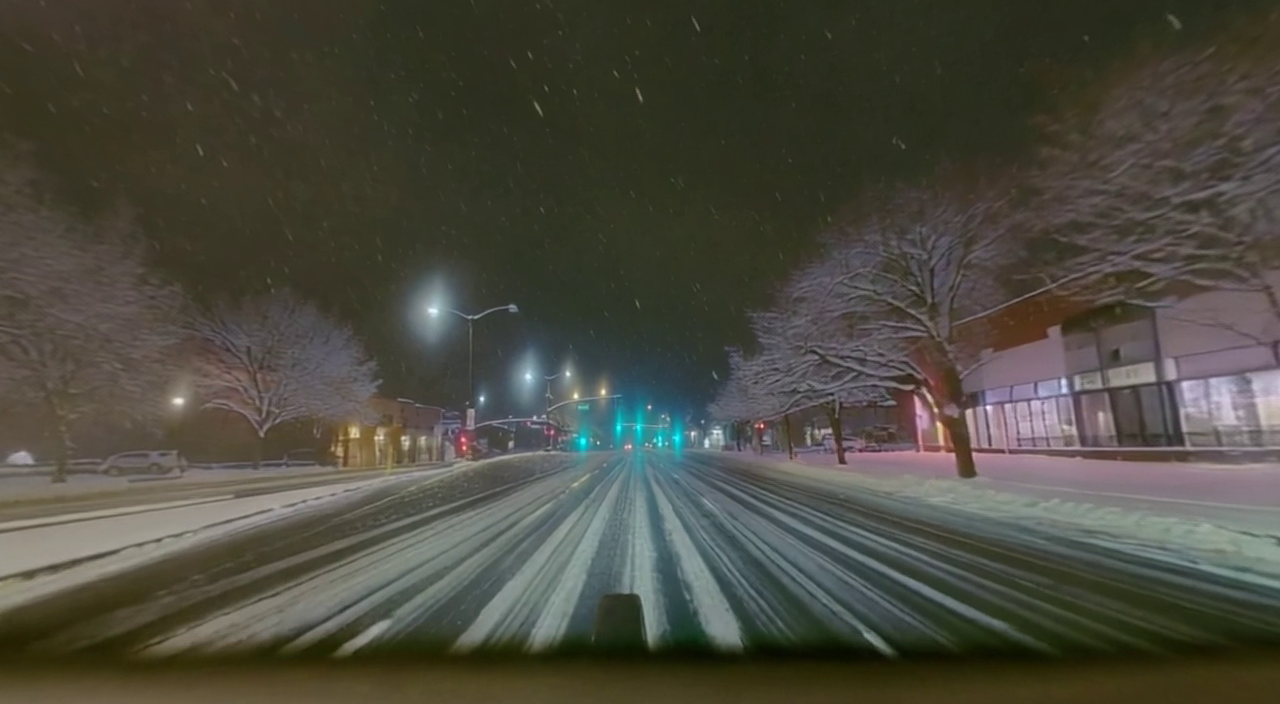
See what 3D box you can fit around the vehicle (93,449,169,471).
[{"bbox_3d":[-34.499,7.325,42.866,3.557,1.432,1.774,0,-8,0],"label":"vehicle"}]
